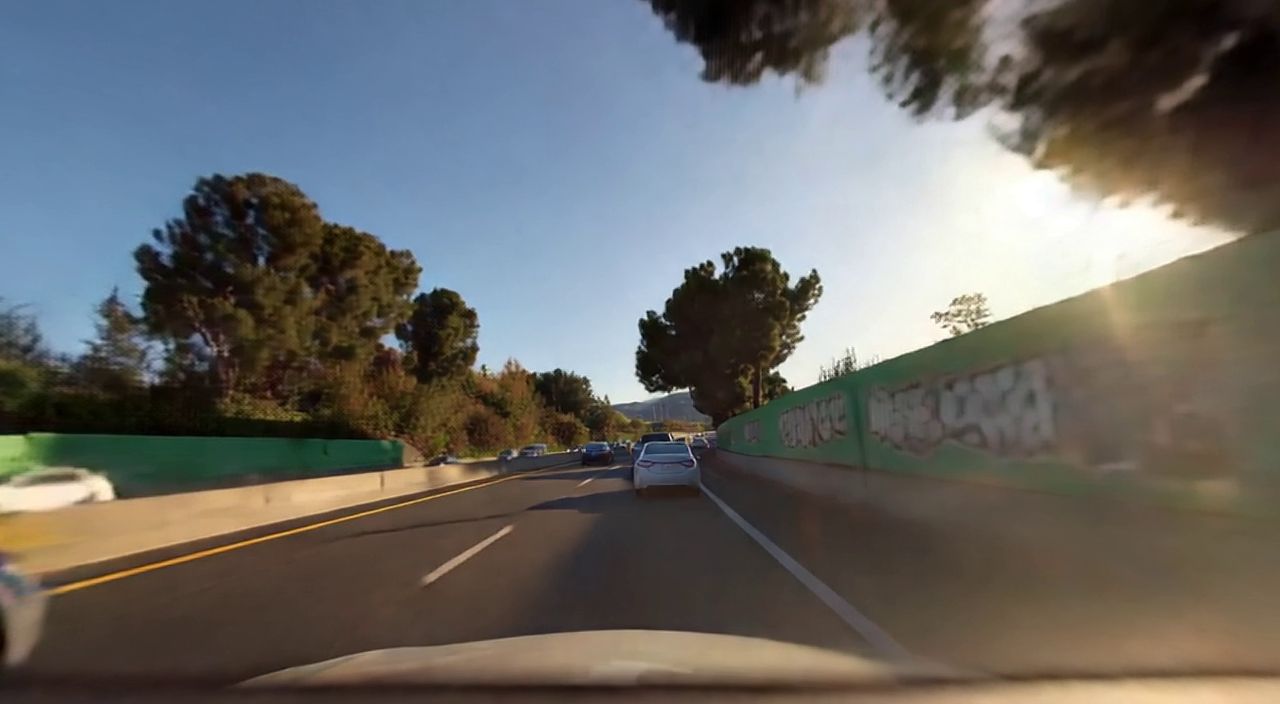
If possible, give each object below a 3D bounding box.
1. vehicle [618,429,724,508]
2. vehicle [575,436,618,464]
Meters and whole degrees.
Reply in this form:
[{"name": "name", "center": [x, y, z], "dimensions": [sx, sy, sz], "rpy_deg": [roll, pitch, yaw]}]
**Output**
[{"name": "vehicle", "center": [0.631, 2.578, 14.369], "dimensions": [2.077, 1.533, 3.854], "rpy_deg": [0, -8, 1]}, {"name": "vehicle", "center": [-2.554, 5.898, 37.967], "dimensions": [2.105, 1.571, 3.727], "rpy_deg": [-1, -8, 3]}]
